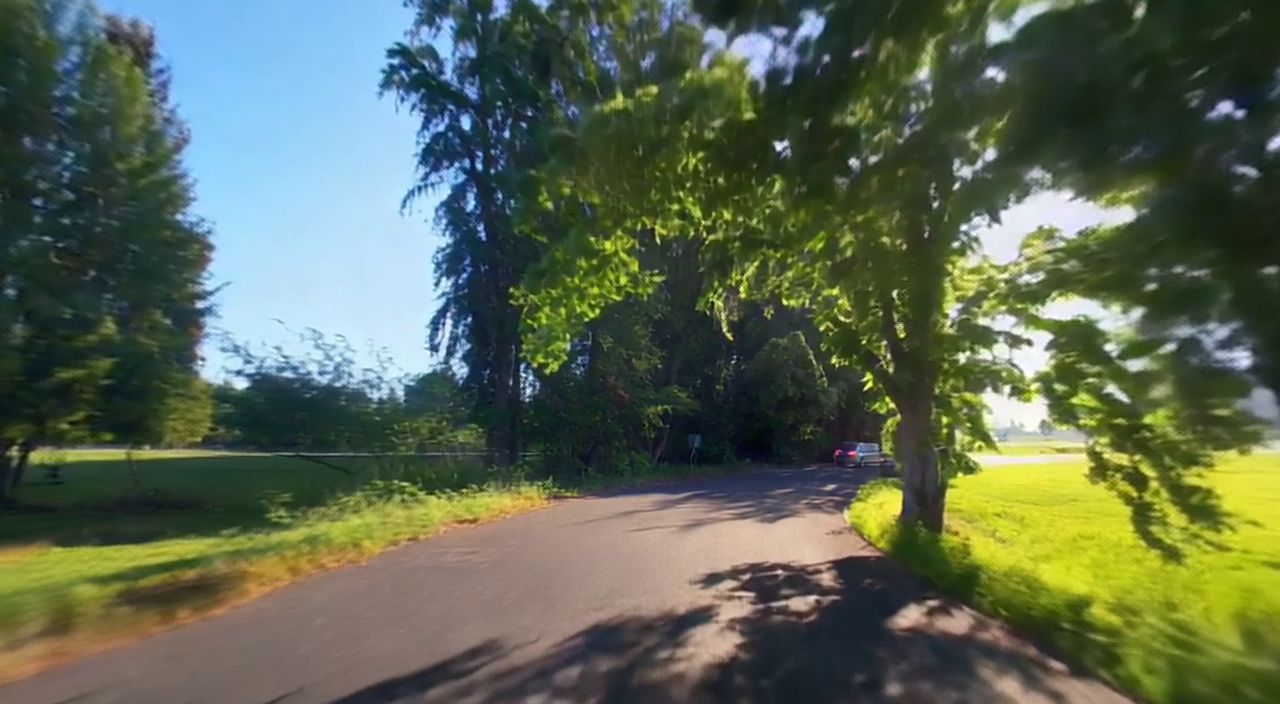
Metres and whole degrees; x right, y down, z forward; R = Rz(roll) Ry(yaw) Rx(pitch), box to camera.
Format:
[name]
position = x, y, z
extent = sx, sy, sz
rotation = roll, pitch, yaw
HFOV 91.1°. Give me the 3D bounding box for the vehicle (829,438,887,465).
[vehicle]
position = 15.606, 7.064, 44.849
extent = 4.257, 1.789, 1.988
rotation = 7, -10, -39
